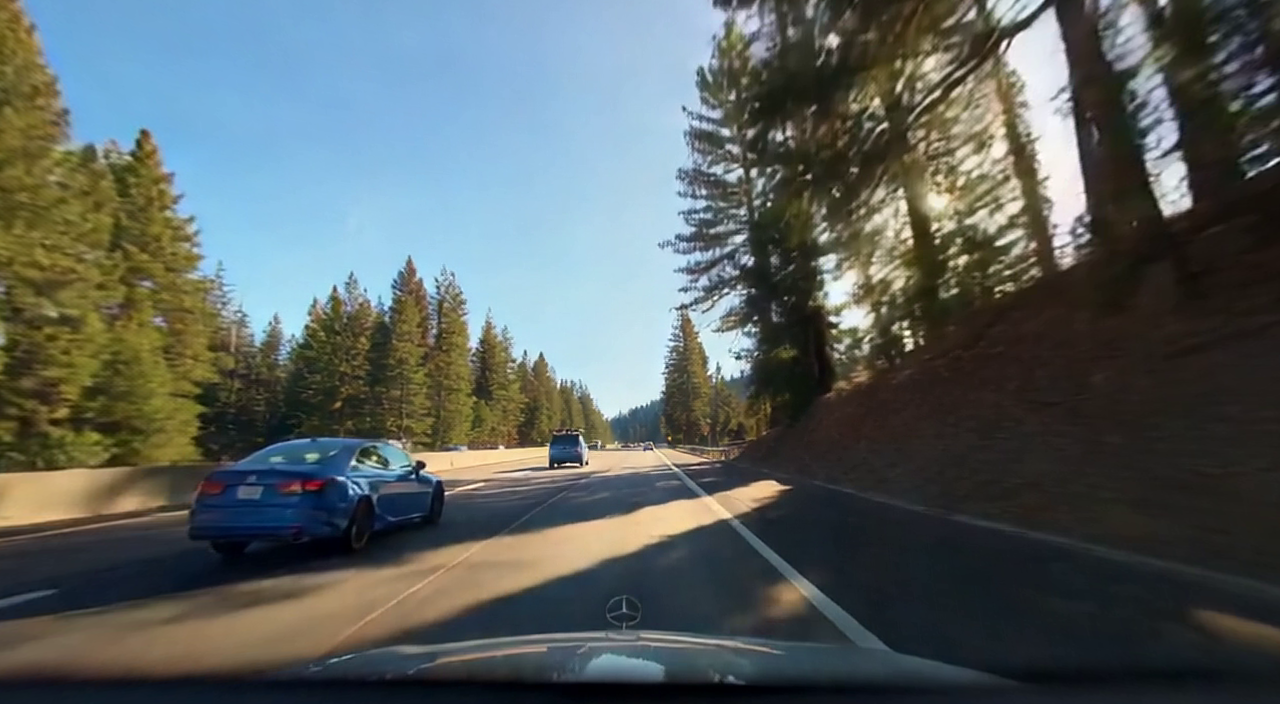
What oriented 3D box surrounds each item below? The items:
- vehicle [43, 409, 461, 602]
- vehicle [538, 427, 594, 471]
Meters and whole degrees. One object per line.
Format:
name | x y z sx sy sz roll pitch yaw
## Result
vehicle | -3.914 1.621 7.632 2.053 1.589 4.671 0 -8 1
vehicle | -3.729 5.003 32.506 2.241 2.095 4.985 0 -8 0
